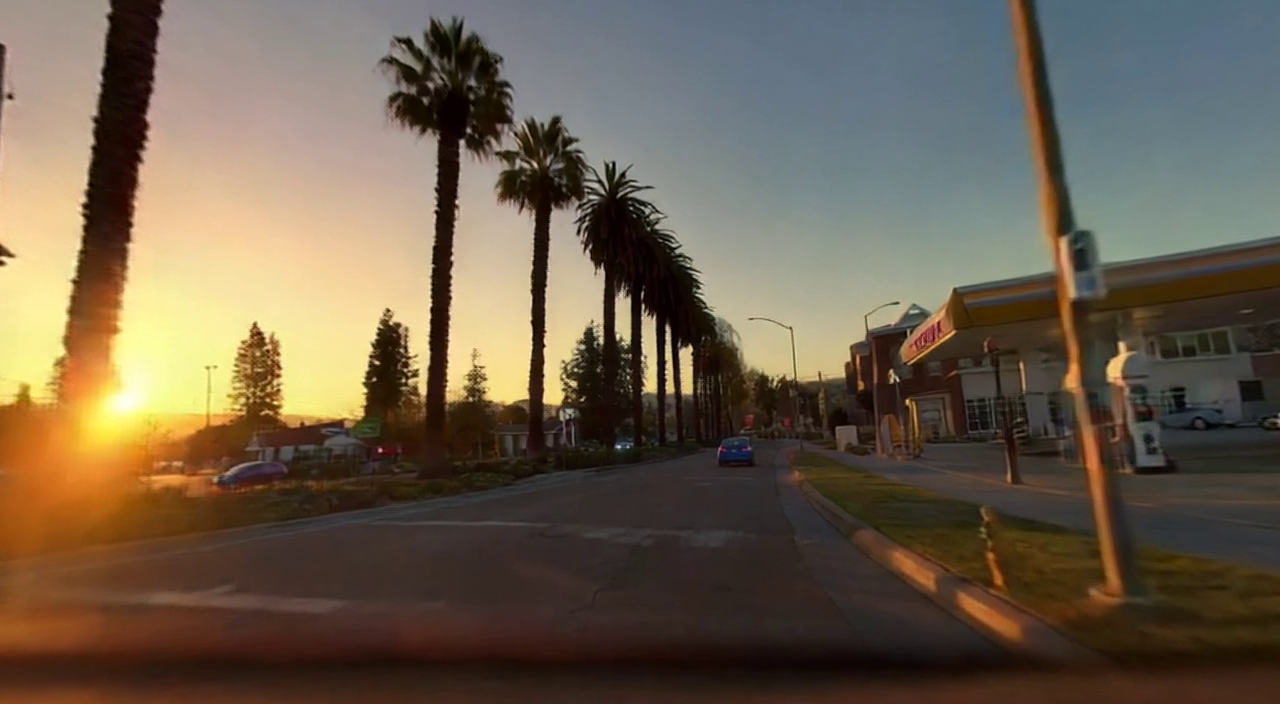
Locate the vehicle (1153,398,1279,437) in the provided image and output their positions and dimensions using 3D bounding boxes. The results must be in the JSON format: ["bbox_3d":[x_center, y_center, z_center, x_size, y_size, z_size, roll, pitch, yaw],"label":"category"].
[{"bbox_3d":[30.711,3.534,33.585,4.513,1.657,2.002,-6,-10,18],"label":"vehicle"}]

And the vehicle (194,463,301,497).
[{"bbox_3d":[-19.806,6.436,32.056,1.825,1.441,4.656,-2,-9,11],"label":"vehicle"}]

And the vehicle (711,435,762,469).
[{"bbox_3d":[4.680,4.740,30.066,2.050,1.509,4.148,-2,-9,13],"label":"vehicle"}]

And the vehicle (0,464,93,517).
[{"bbox_3d":[-21.926,4.748,21.629,1.884,1.651,4.330,-2,-9,12],"label":"vehicle"}]
